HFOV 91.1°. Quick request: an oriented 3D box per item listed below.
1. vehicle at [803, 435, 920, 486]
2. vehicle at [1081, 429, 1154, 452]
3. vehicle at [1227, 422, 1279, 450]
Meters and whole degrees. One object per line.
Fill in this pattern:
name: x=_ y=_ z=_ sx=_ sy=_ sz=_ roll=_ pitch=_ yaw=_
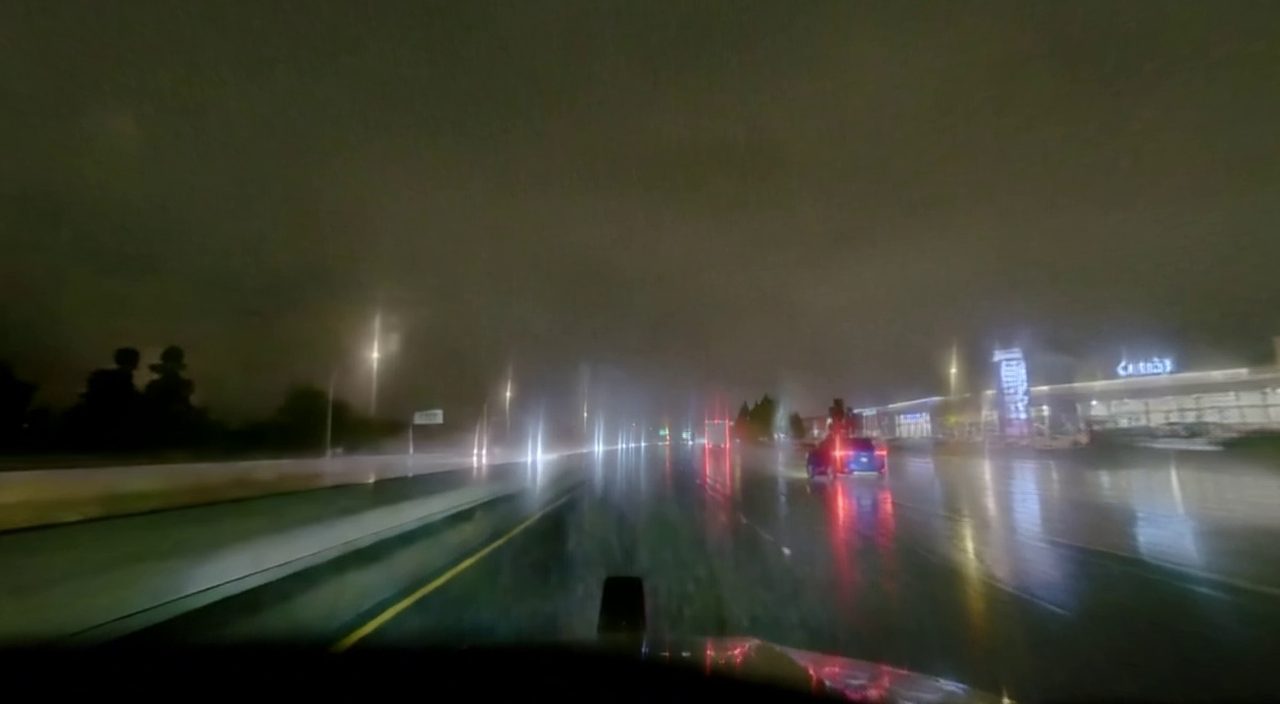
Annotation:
vehicle: x=7.261 y=3.605 z=21.253 sx=2.079 sy=1.518 sz=5.032 roll=0 pitch=-8 yaw=-1
vehicle: x=35.852 y=6.622 z=47.157 sx=3.860 sy=1.492 sz=1.960 roll=-3 pitch=-7 yaw=-2
vehicle: x=43.442 y=5.717 z=42.890 sx=1.947 sy=1.722 sz=4.943 roll=-3 pitch=-7 yaw=3
